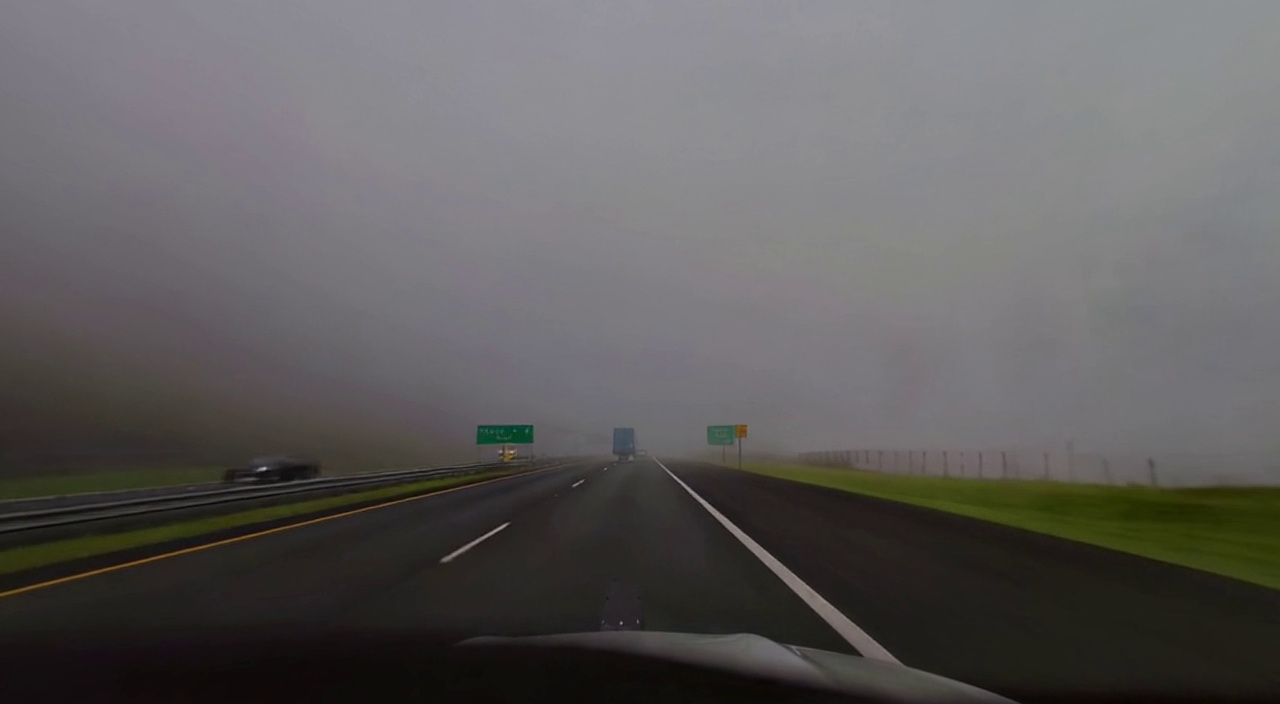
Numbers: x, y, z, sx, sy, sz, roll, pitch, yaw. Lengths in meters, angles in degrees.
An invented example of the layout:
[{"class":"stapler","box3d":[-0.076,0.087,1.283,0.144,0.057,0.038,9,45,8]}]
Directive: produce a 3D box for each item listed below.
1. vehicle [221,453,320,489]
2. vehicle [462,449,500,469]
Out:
[{"class":"vehicle","box3d":[-16.327,5.250,28.139,1.895,1.454,4.010,0,-9,1]},{"class":"vehicle","box3d":[-12.112,8.192,48.332,1.870,1.446,4.016,0,-9,0]}]
